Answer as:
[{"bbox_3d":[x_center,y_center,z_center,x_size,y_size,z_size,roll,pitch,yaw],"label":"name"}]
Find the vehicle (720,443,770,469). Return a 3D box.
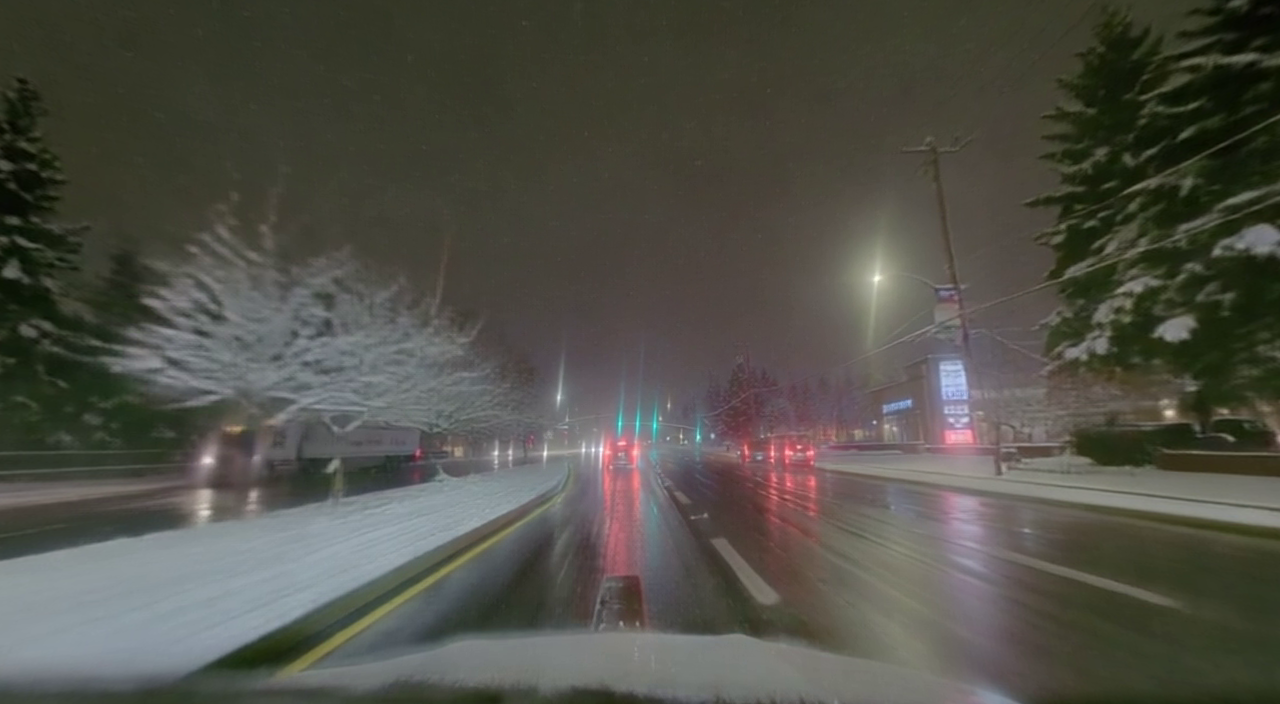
[{"bbox_3d":[6.385,6.387,39.083,2.075,1.475,4.571,0,-8,-3],"label":"vehicle"}]

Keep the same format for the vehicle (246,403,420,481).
[{"bbox_3d":[-19.414,6.076,42.345,3.133,4.167,16.699,0,-8,1],"label":"vehicle"}]

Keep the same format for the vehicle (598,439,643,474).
[{"bbox_3d":[-1.044,5.121,31.214,2.072,1.545,4.578,0,-8,-4],"label":"vehicle"}]

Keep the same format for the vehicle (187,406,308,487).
[{"bbox_3d":[-19.553,4.724,31.813,2.986,3.786,4.453,0,-8,1],"label":"vehicle"}]

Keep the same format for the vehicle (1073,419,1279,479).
[{"bbox_3d":[19.231,3.429,22.399,5.909,1.970,2.365,0,-8,0],"label":"vehicle"}]
